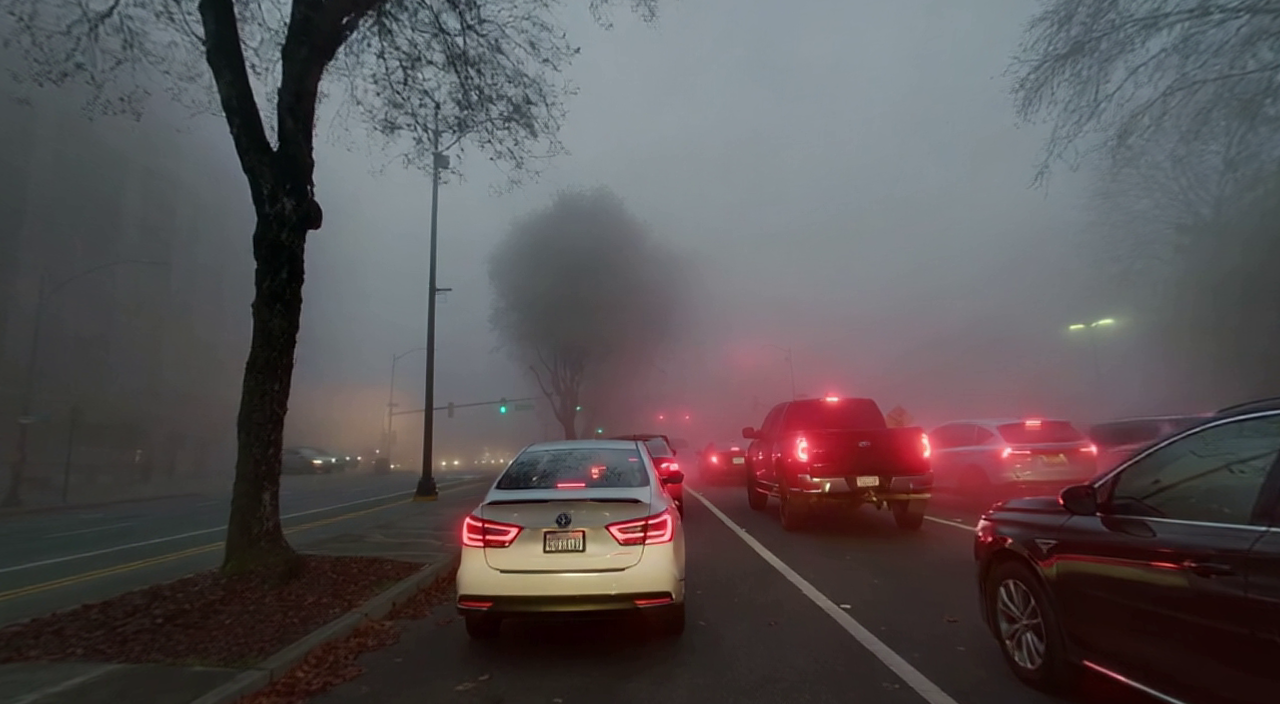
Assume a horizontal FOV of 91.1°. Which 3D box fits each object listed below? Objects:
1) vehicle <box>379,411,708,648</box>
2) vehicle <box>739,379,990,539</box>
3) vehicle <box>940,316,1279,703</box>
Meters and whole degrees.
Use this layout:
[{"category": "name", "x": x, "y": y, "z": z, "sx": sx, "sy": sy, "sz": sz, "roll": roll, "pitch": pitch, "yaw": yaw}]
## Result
[{"category": "vehicle", "x": -0.577, "y": 1.487, "z": 6.336, "sx": 2.172, "sy": 1.536, "sz": 4.250, "roll": 0, "pitch": -9, "yaw": 2}, {"category": "vehicle", "x": 3.544, "y": 1.900, "z": 11.631, "sx": 2.497, "sy": 2.186, "sz": 5.890, "roll": 0, "pitch": -8, "yaw": 0}, {"category": "vehicle", "x": 3.158, "y": 0.746, "z": 2.080, "sx": 2.024, "sy": 1.723, "sz": 4.714, "roll": 0, "pitch": -9, "yaw": 1}]
